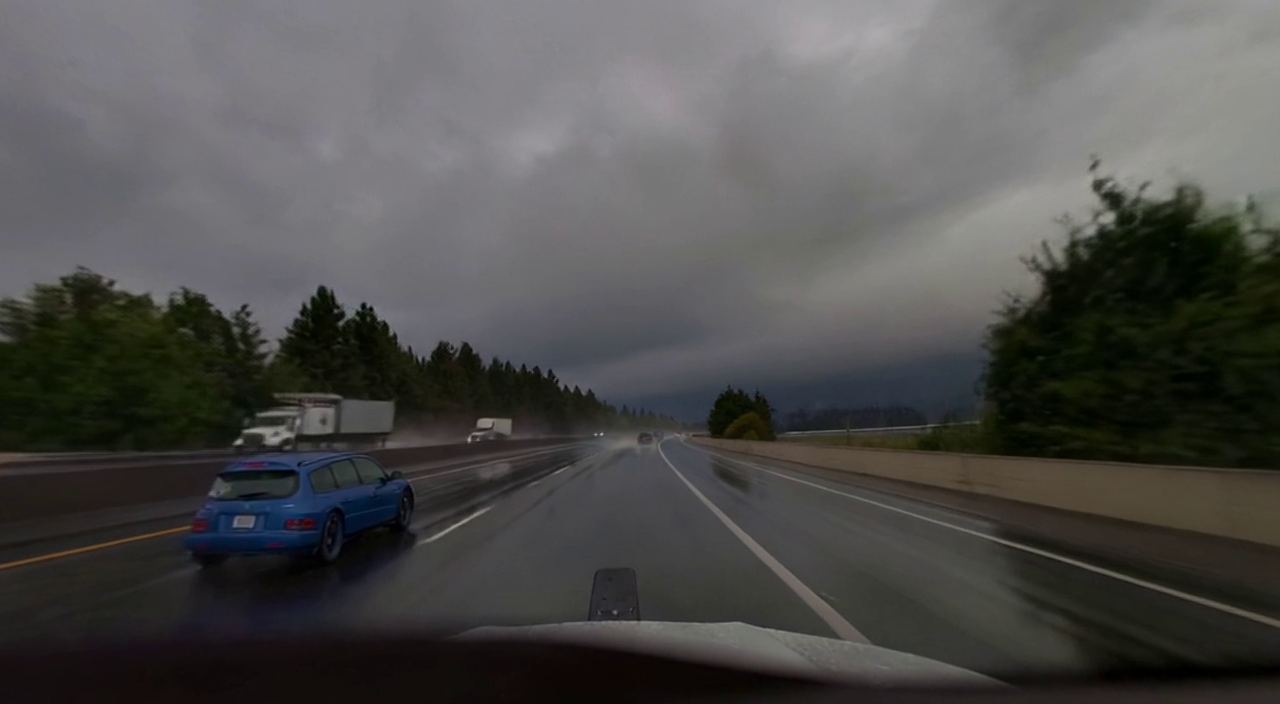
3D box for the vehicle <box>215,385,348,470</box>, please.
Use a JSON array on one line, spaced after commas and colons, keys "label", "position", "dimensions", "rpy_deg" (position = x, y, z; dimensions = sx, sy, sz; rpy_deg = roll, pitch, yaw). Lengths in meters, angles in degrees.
[{"label": "vehicle", "position": [-17.394, 3.759, 31.151], "dimensions": [2.927, 3.744, 6.014], "rpy_deg": [0, -8, 0]}]
